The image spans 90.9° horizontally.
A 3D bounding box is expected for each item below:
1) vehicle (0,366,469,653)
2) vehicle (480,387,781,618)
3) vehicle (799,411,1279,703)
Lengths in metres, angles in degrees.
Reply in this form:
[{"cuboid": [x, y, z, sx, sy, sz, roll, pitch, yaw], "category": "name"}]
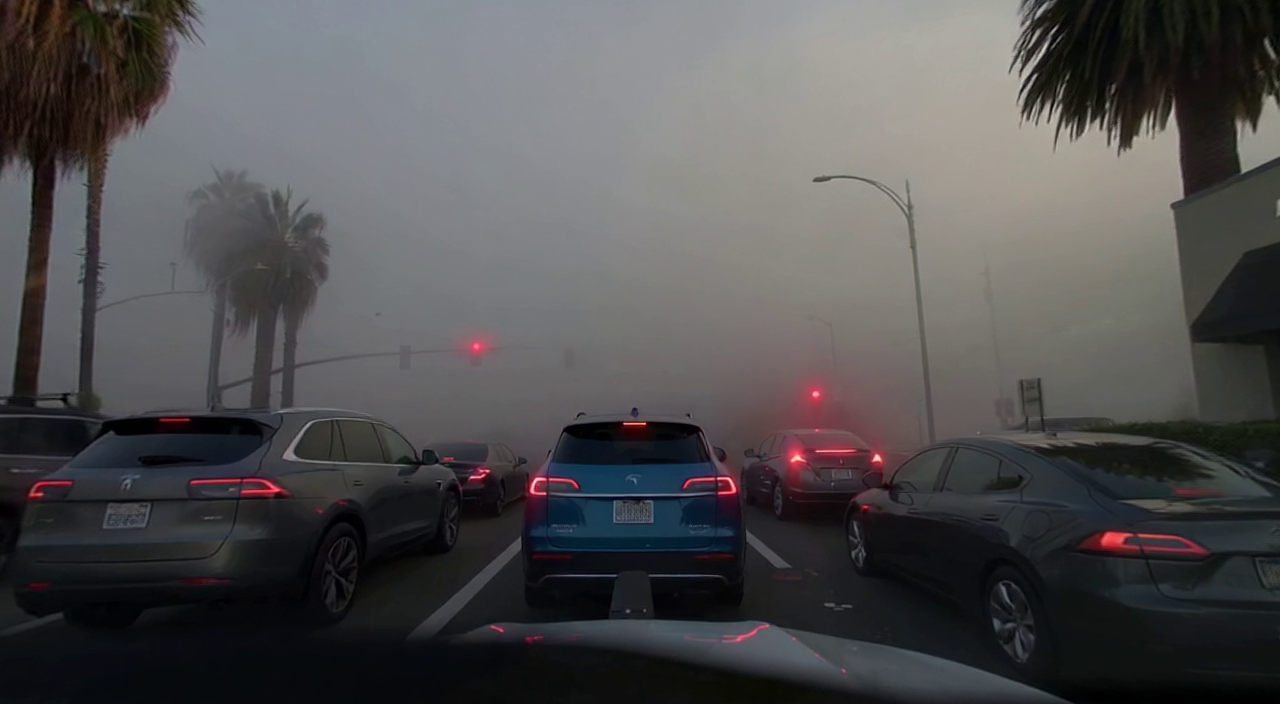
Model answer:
[{"cuboid": [-3.340, 1.283, 6.128, 2.014, 1.755, 4.360, 0, -8, 1], "category": "vehicle"}, {"cuboid": [-0.125, 1.464, 7.064, 2.280, 1.747, 4.361, 0, -8, -2], "category": "vehicle"}, {"cuboid": [2.973, 1.365, 5.251, 2.017, 1.491, 4.611, 0, -8, -1], "category": "vehicle"}]
